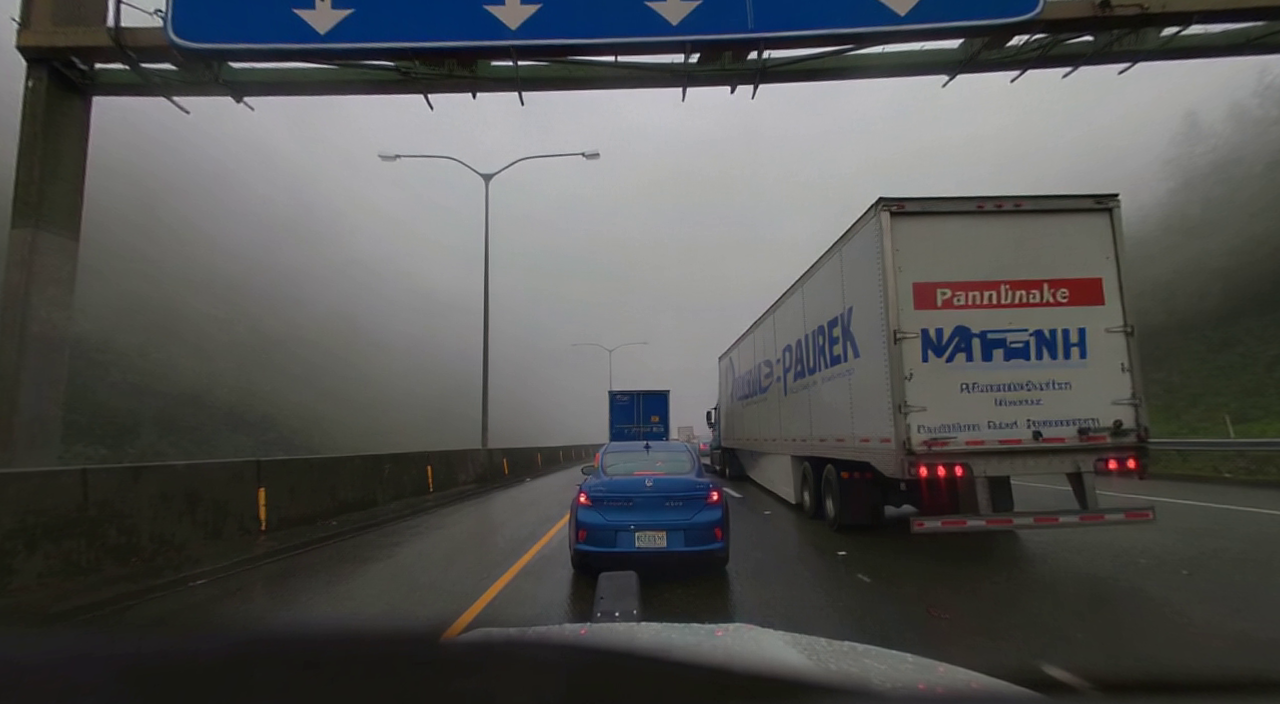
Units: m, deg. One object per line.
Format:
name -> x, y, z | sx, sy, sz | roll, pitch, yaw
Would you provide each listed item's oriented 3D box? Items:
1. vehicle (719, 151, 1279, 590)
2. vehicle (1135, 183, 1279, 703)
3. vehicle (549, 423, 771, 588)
vehicle -> 4.183, 1.066, 12.937 | 2.827, 4.081, 14.305 | 0, -8, -2
vehicle -> 4.733, 0.101, 0.608 | 2.892, 2.615, 6.650 | 0, -8, -2
vehicle -> 0.172, 1.674, 7.681 | 2.045, 1.490, 3.597 | -1, -8, 0
